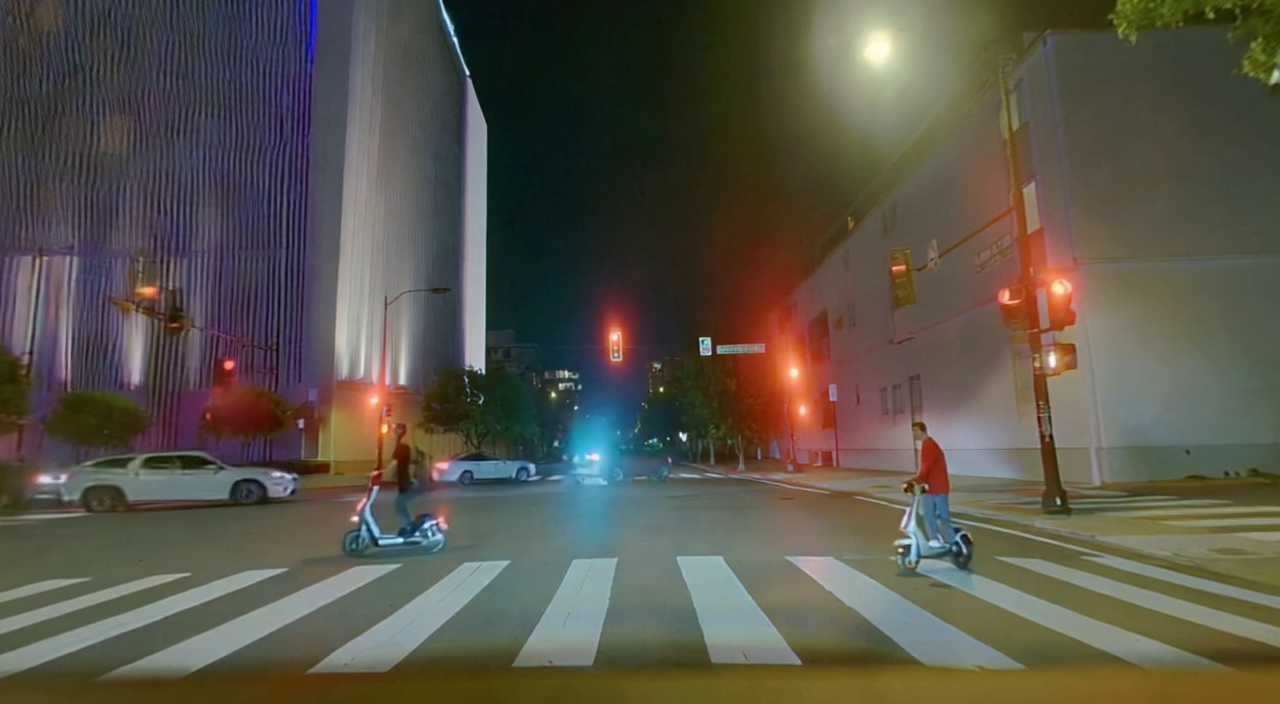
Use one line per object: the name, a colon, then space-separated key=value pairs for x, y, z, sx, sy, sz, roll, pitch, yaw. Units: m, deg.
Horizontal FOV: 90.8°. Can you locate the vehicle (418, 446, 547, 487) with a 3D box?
vehicle: x=-6.201 y=4.488 z=25.137 sx=4.485 sy=1.463 sz=2.075 roll=7 pitch=-11 yaw=-41

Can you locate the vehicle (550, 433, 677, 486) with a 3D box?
vehicle: x=-0.865 y=3.965 z=23.643 sx=2.122 sy=1.724 sz=4.802 roll=-7 pitch=-11 yaw=37

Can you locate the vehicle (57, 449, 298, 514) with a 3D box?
vehicle: x=-11.872 y=3.338 z=16.612 sx=4.576 sy=1.496 sz=2.042 roll=1 pitch=-9 yaw=-11
